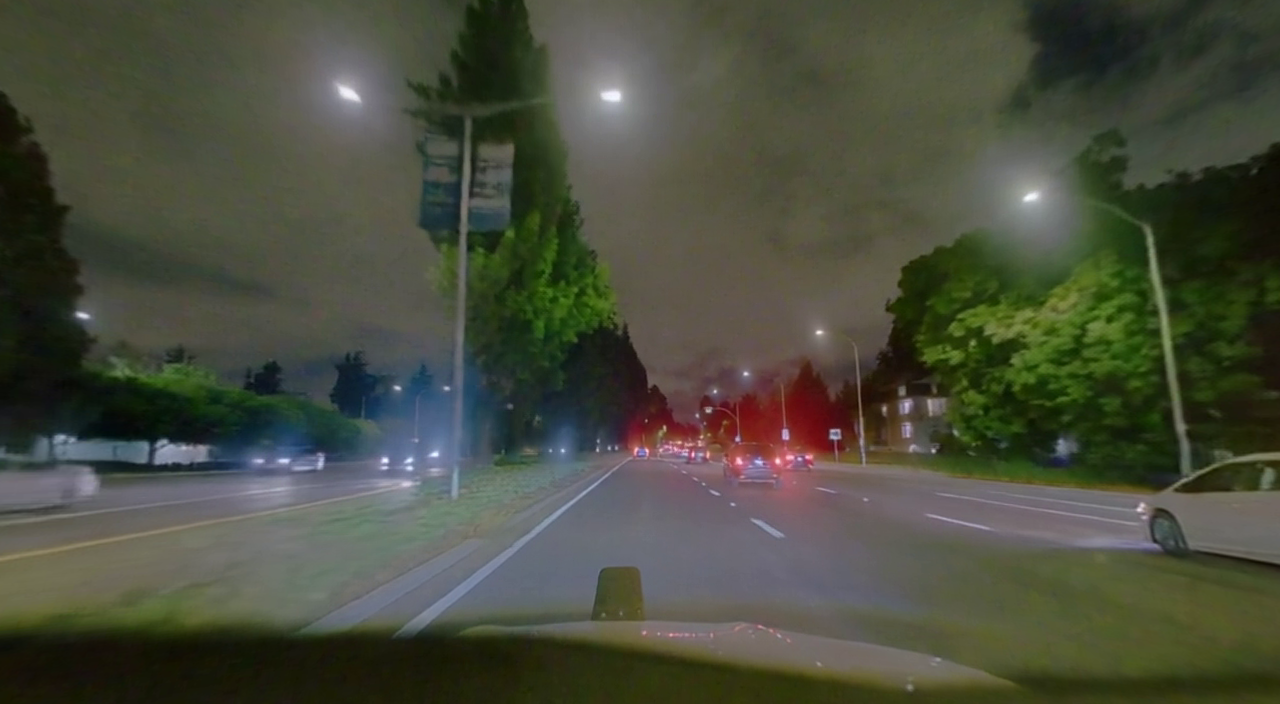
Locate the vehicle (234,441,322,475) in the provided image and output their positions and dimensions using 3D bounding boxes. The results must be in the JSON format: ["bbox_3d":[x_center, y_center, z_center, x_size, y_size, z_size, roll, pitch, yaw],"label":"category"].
[{"bbox_3d":[-19.422,5.699,34.182,1.956,1.727,4.641,0,-9,1],"label":"vehicle"}]

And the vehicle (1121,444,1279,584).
[{"bbox_3d":[7.883,1.762,6.875,1.949,1.492,4.103,0,-9,-2],"label":"vehicle"}]

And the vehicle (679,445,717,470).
[{"bbox_3d":[3.674,6.782,40.821,2.064,1.474,4.389,0,-9,0],"label":"vehicle"}]

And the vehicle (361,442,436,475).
[{"bbox_3d":[-11.909,5.261,31.454,1.938,1.487,4.442,0,-9,1],"label":"vehicle"}]

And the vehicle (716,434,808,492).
[{"bbox_3d":[4.117,3.849,22.292,2.209,1.813,4.724,0,-9,-1],"label":"vehicle"}]
